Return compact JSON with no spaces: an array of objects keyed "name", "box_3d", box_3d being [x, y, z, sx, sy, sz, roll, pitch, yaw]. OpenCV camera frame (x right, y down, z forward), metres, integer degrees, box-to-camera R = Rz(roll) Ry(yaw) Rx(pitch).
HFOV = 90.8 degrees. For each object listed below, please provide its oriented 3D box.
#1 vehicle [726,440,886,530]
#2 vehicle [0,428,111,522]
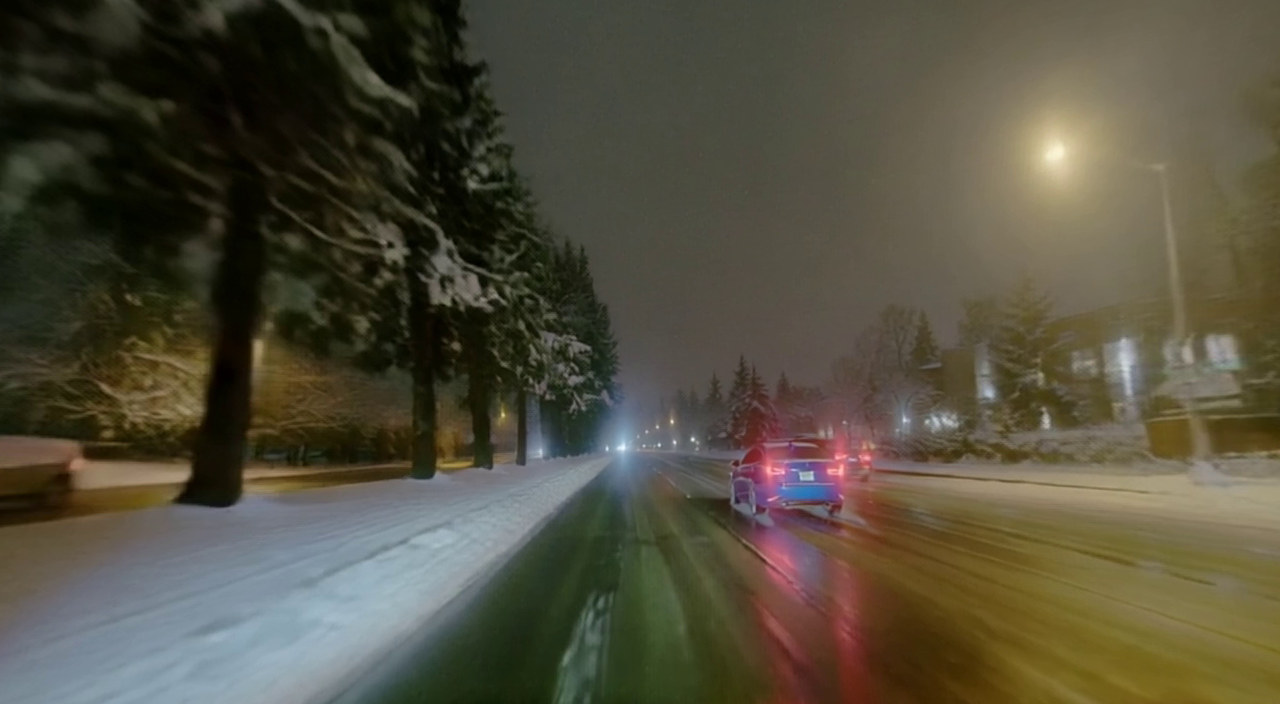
[{"name":"vehicle","box_3d":[3.051,2.526,12.647,1.950,1.473,4.259,0,-8,-1]},{"name":"vehicle","box_3d":[-14.554,2.545,13.050,2.234,1.957,5.941,0,-8,-2]}]
